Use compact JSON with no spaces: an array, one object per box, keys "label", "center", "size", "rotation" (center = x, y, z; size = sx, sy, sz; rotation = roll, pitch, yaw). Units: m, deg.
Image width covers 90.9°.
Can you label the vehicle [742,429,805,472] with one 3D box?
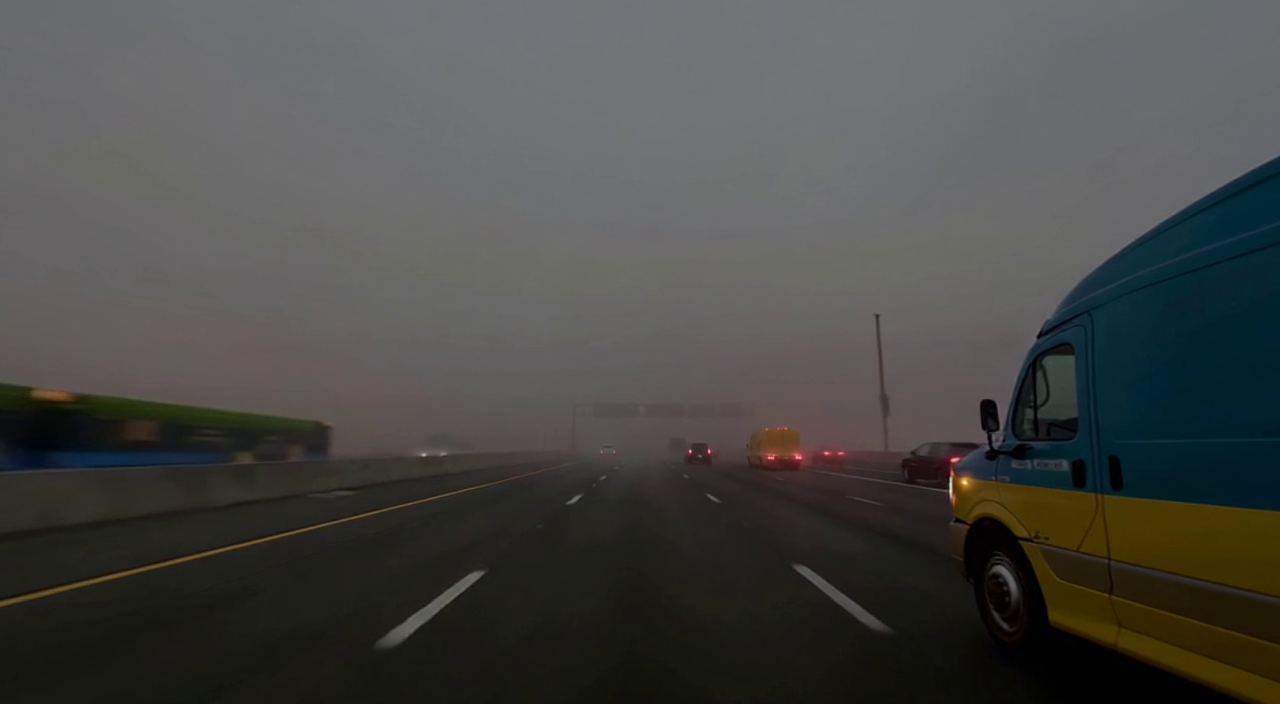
[{"label":"vehicle","center":[7.464,5.586,35.840],"size":[2.301,2.203,5.419],"rotation":[0,-8,-1]}]

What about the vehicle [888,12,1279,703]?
[{"label":"vehicle","center":[3.345,0.191,1.635],"size":[2.436,2.745,7.034],"rotation":[0,-8,-1]}]

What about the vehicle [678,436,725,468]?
[{"label":"vehicle","center":[3.999,6.672,42.133],"size":[2.464,1.961,5.520],"rotation":[0,-8,-1]}]
